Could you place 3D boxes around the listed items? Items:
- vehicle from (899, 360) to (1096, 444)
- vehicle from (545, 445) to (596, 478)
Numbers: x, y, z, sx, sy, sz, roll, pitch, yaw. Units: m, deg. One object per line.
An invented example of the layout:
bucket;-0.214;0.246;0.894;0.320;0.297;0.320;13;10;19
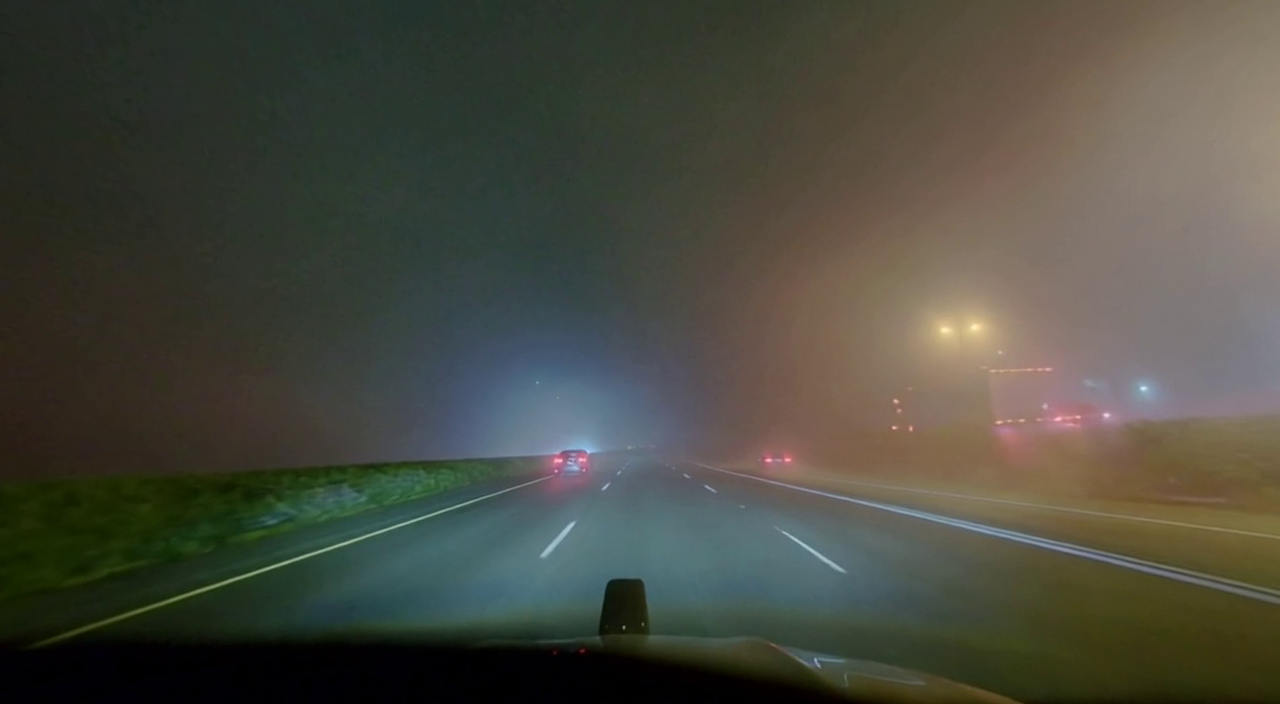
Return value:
vehicle;21.049;3.606;39.231;3.077;4.132;15.370;0;-9;-1
vehicle;-3.499;5.587;32.441;2.021;1.526;4.385;0;-8;1
